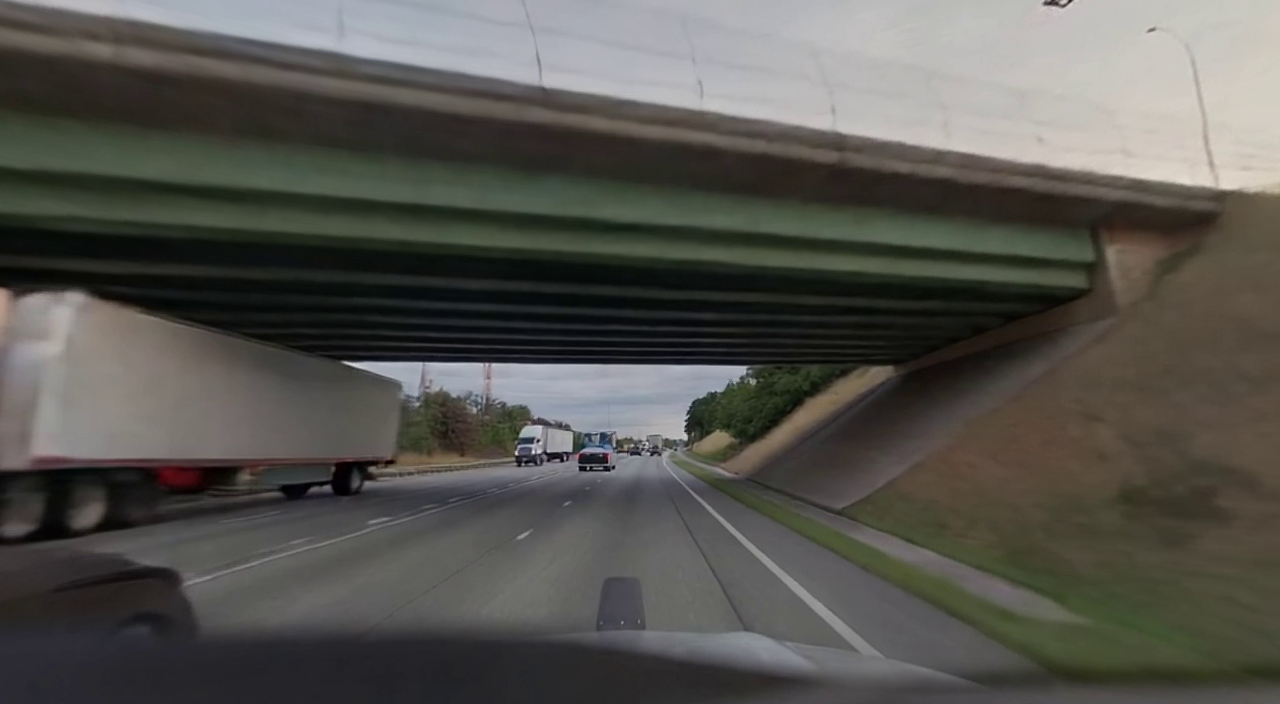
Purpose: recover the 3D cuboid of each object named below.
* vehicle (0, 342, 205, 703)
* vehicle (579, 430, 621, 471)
[{"bbox_3d":[-3.322,0.640,1.147,2.194,1.648,3.984,0,-9,-1],"label":"vehicle"},{"bbox_3d":[-2.803,7.212,46.272,2.565,2.771,6.641,0,-9,1],"label":"vehicle"}]
